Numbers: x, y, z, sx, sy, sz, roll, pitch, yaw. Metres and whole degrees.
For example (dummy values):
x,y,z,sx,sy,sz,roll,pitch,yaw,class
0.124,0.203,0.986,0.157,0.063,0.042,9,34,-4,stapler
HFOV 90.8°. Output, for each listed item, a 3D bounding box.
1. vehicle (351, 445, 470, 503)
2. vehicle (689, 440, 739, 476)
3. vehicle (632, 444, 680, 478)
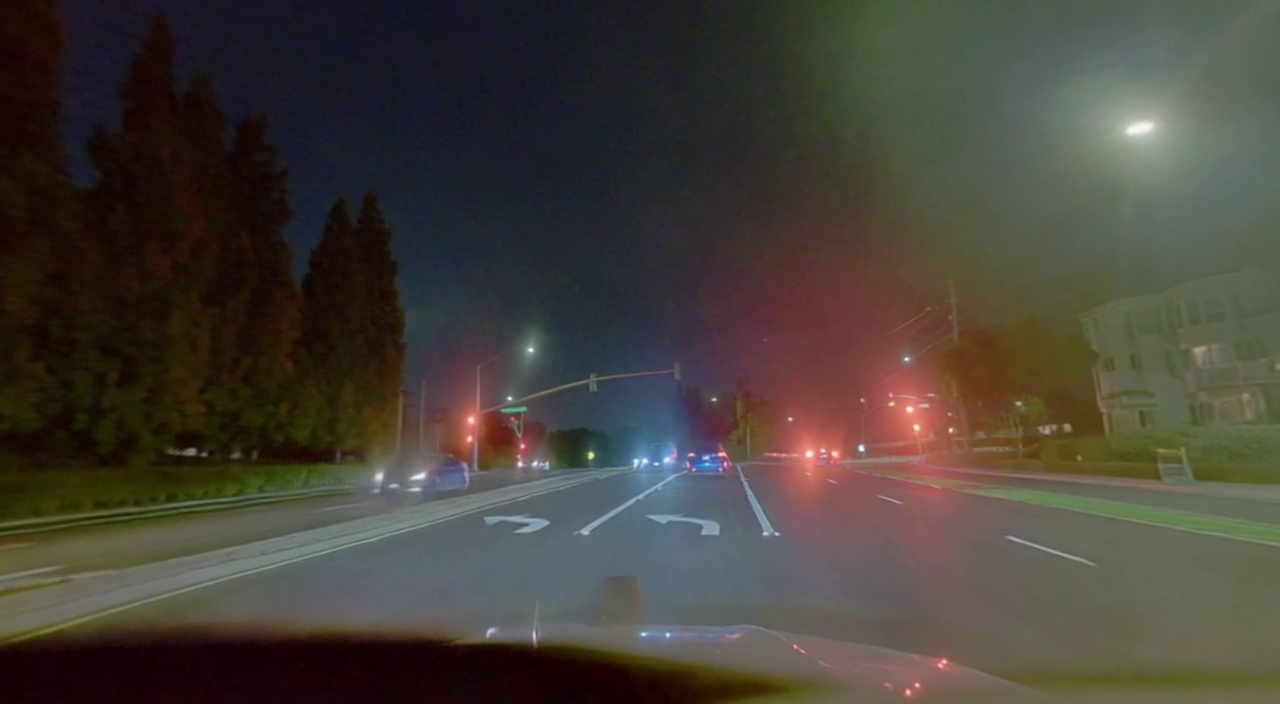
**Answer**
x,y,z,sx,sy,sz,roll,pitch,yaw,class
-7.318,3.898,20.718,2.029,1.667,4.504,-1,-9,3,vehicle
3.769,5.352,32.117,2.286,1.701,4.395,-1,-9,7,vehicle
0.847,5.222,30.588,1.923,1.498,3.887,-2,-9,7,vehicle
